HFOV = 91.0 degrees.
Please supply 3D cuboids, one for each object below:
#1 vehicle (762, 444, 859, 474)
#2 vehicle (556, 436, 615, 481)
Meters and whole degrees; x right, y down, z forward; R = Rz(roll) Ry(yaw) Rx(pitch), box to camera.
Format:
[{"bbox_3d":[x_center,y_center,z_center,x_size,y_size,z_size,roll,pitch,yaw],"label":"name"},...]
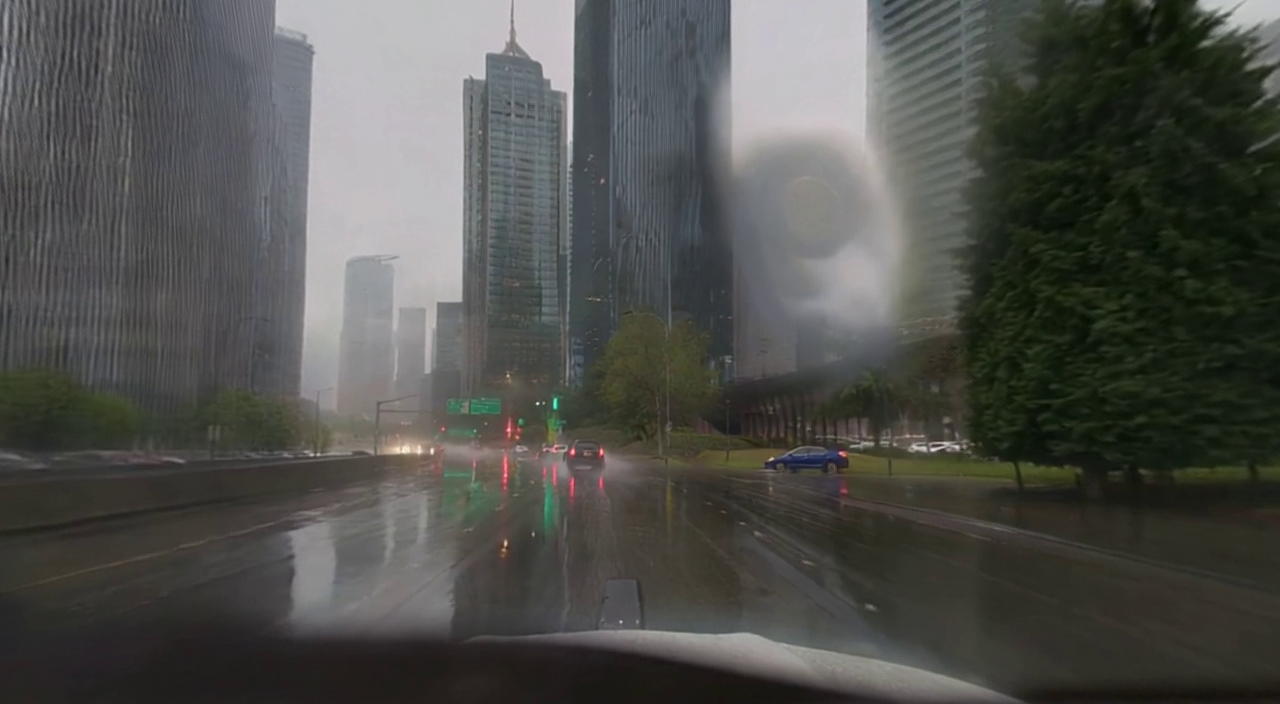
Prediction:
[{"bbox_3d":[9.068,5.712,33.762,4.645,1.505,2.100,0,-8,3],"label":"vehicle"},{"bbox_3d":[-2.219,4.304,25.778,2.183,1.675,4.319,1,-8,-5],"label":"vehicle"}]
